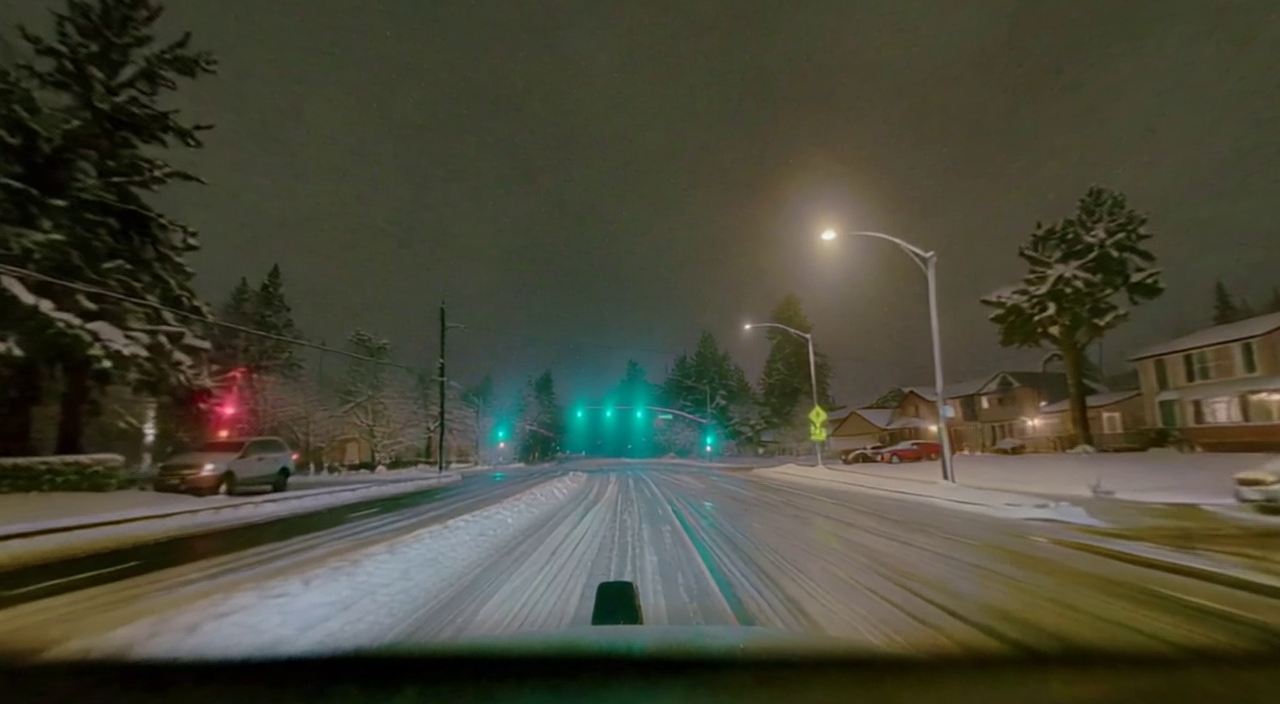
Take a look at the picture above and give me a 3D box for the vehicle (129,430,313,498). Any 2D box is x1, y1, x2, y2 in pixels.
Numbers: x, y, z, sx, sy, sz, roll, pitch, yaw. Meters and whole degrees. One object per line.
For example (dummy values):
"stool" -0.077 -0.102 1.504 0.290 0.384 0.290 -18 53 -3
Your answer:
"vehicle" -15.625 4.202 24.272 2.653 2.232 6.273 0 -9 1

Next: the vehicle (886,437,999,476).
"vehicle" 15.490 5.345 32.545 4.739 1.667 1.998 -3 -7 0
